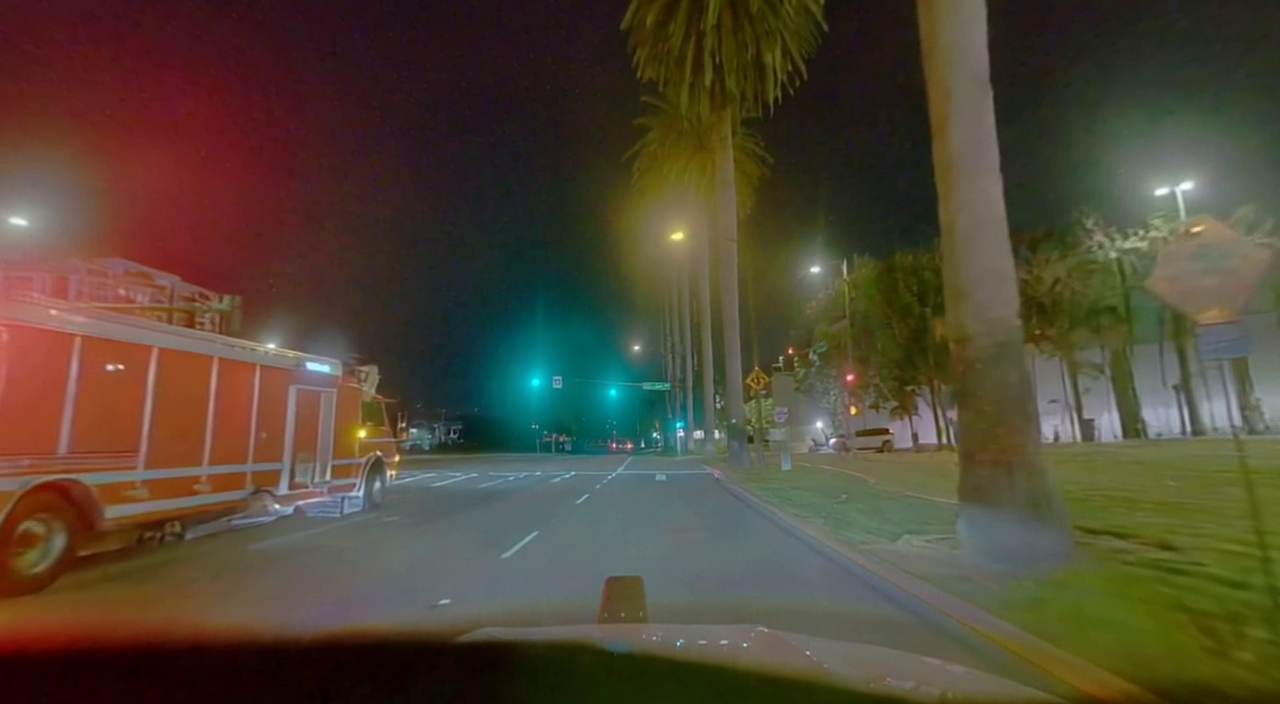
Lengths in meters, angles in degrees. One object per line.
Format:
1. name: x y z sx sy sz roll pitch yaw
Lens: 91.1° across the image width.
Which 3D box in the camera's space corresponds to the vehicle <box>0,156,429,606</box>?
1. vehicle: -6.880 0.948 9.892 3.008 3.730 11.786 0 -9 0
